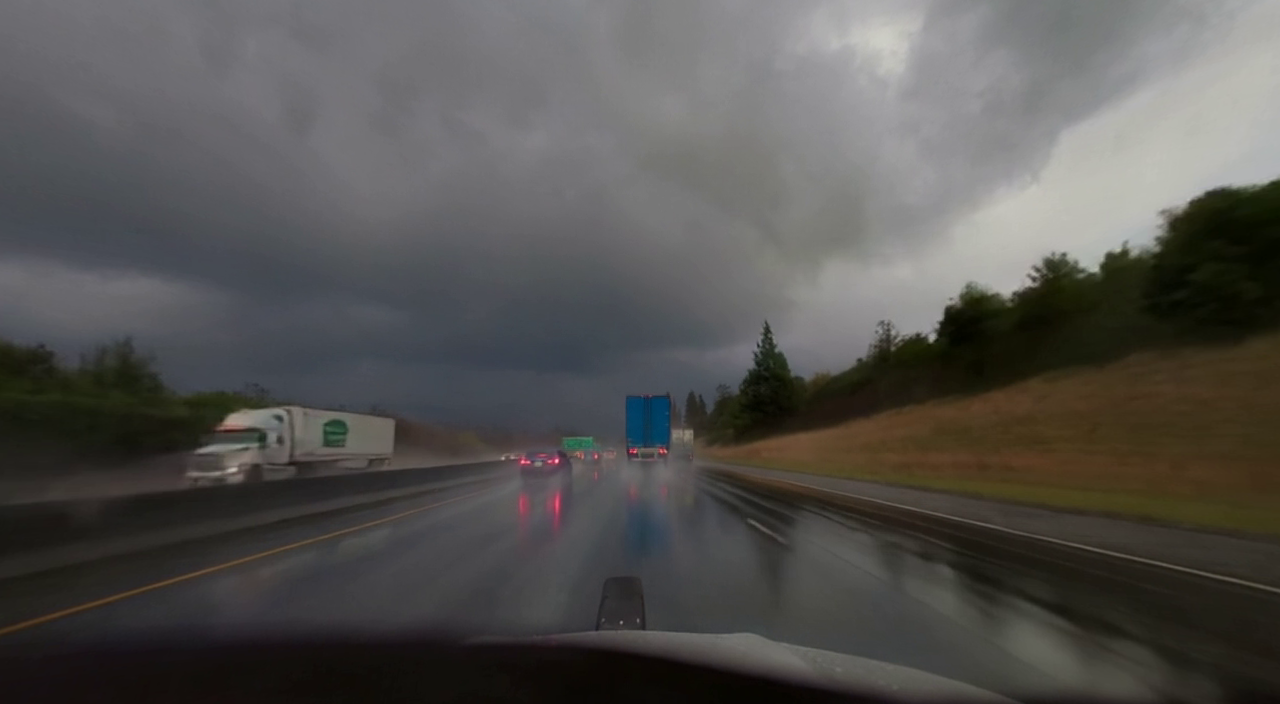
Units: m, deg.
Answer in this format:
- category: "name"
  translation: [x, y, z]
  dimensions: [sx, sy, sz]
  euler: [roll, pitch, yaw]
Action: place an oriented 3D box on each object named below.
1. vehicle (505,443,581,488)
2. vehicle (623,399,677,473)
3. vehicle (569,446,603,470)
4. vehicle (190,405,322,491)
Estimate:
- category: "vehicle"
  translation: [-3.460, 4.170, 23.479]
  dimensions: [2.053, 1.489, 4.740]
  euler: [0, -9, 0]
- category: "vehicle"
  translation: [0.521, 5.437, 40.193]
  dimensions: [2.919, 4.048, 11.010]
  euler: [0, -9, 0]
- category: "vehicle"
  translation: [-3.683, 7.315, 43.712]
  dimensions: [2.051, 1.537, 4.111]
  euler: [0, -9, -1]
- category: "vehicle"
  translation: [-19.528, 4.969, 32.628]
  dimensions: [3.021, 3.994, 5.894]
  euler: [0, -9, -1]
